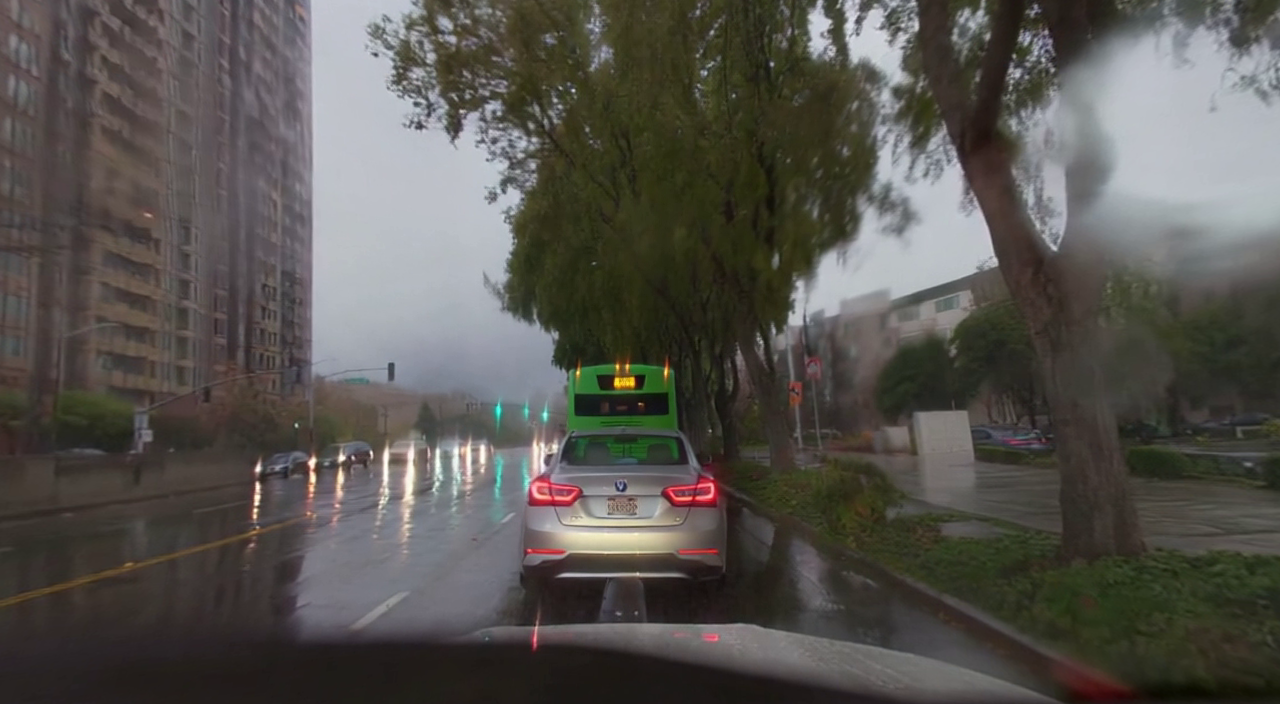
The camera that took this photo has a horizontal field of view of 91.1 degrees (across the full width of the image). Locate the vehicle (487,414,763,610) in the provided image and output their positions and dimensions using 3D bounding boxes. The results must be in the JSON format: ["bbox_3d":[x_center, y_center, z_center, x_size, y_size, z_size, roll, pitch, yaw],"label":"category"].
[{"bbox_3d":[-0.154,1.463,6.742,2.064,1.452,3.942,0,-8,-1],"label":"vehicle"}]
